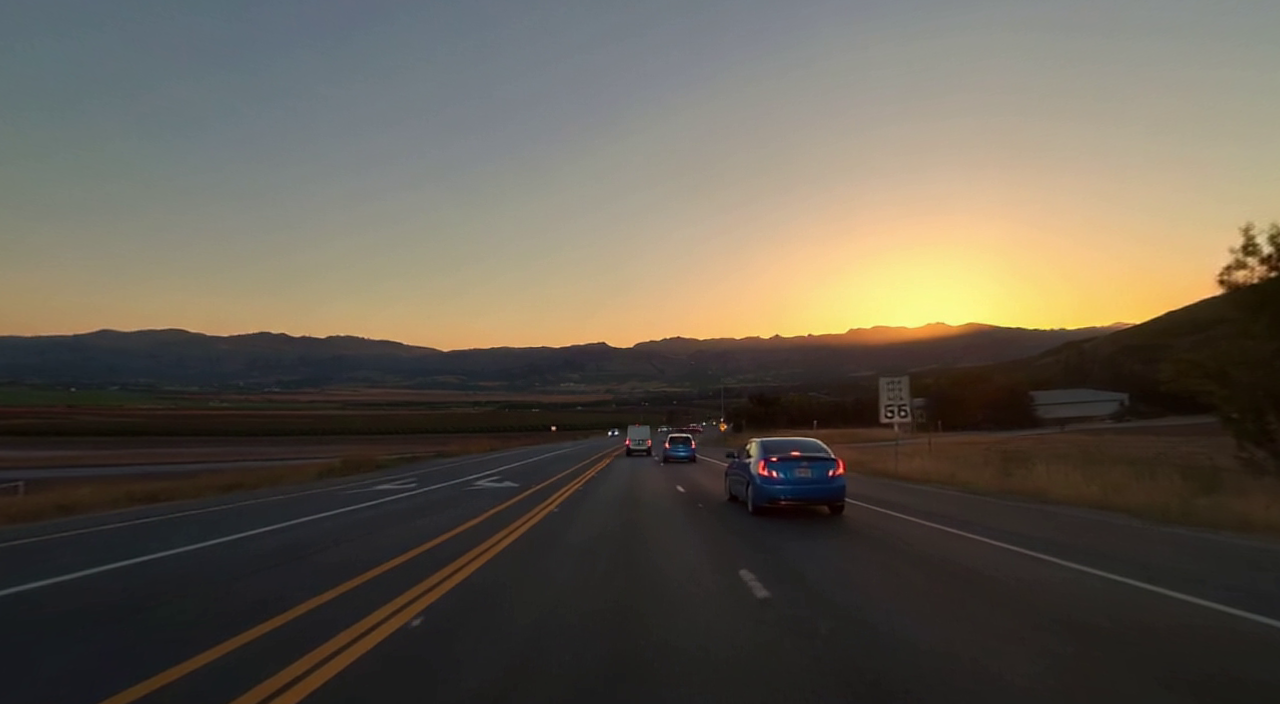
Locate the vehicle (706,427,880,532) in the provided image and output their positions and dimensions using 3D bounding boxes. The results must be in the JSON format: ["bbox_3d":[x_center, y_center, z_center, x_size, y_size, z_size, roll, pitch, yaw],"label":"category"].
[{"bbox_3d":[2.474,2.178,11.349,2.007,1.534,3.976,0,-8,-2],"label":"vehicle"}]

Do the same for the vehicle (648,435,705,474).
[{"bbox_3d":[1.444,4.313,26.760,2.026,1.531,4.273,0,-8,-2],"label":"vehicle"}]
